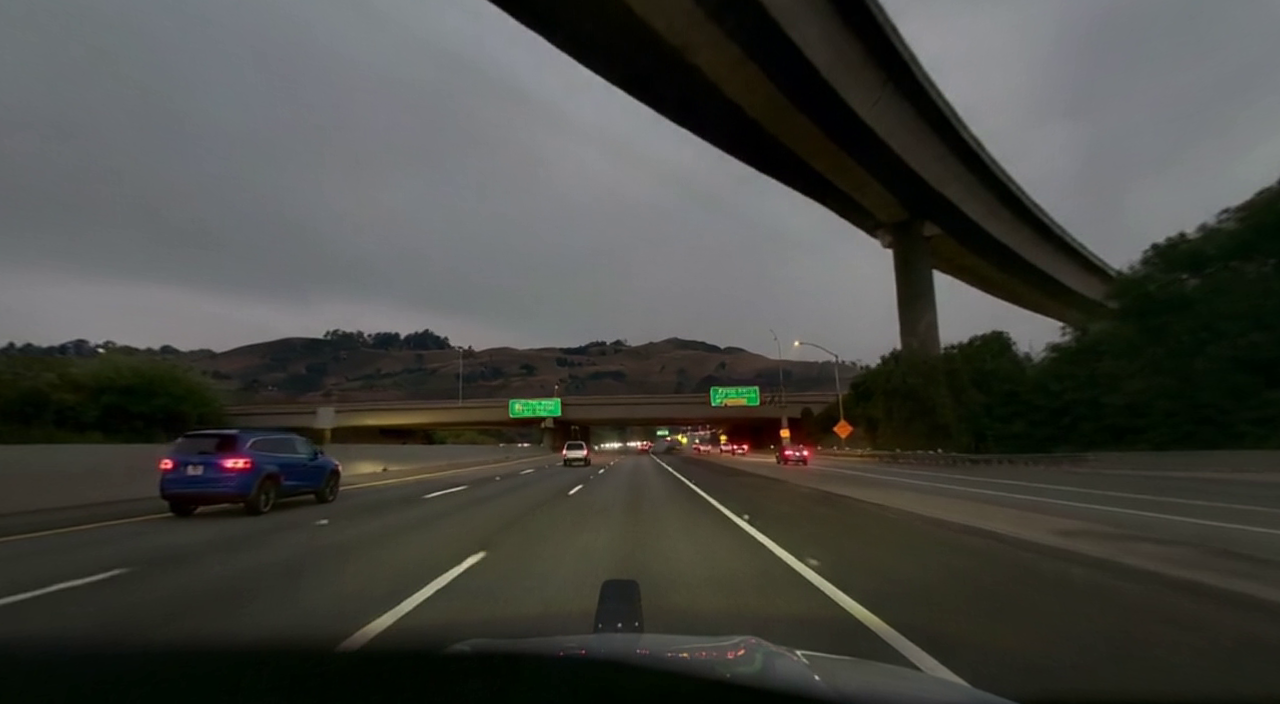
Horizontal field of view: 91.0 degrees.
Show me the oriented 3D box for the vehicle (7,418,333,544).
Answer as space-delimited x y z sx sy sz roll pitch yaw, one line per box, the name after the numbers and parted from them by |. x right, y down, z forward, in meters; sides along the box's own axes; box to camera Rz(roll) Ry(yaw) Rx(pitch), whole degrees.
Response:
-7.613 2.121 11.032 2.092 1.712 4.627 0 -9 1 | vehicle

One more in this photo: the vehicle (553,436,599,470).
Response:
-3.702 5.947 37.348 2.144 1.847 4.850 0 -8 1 | vehicle
